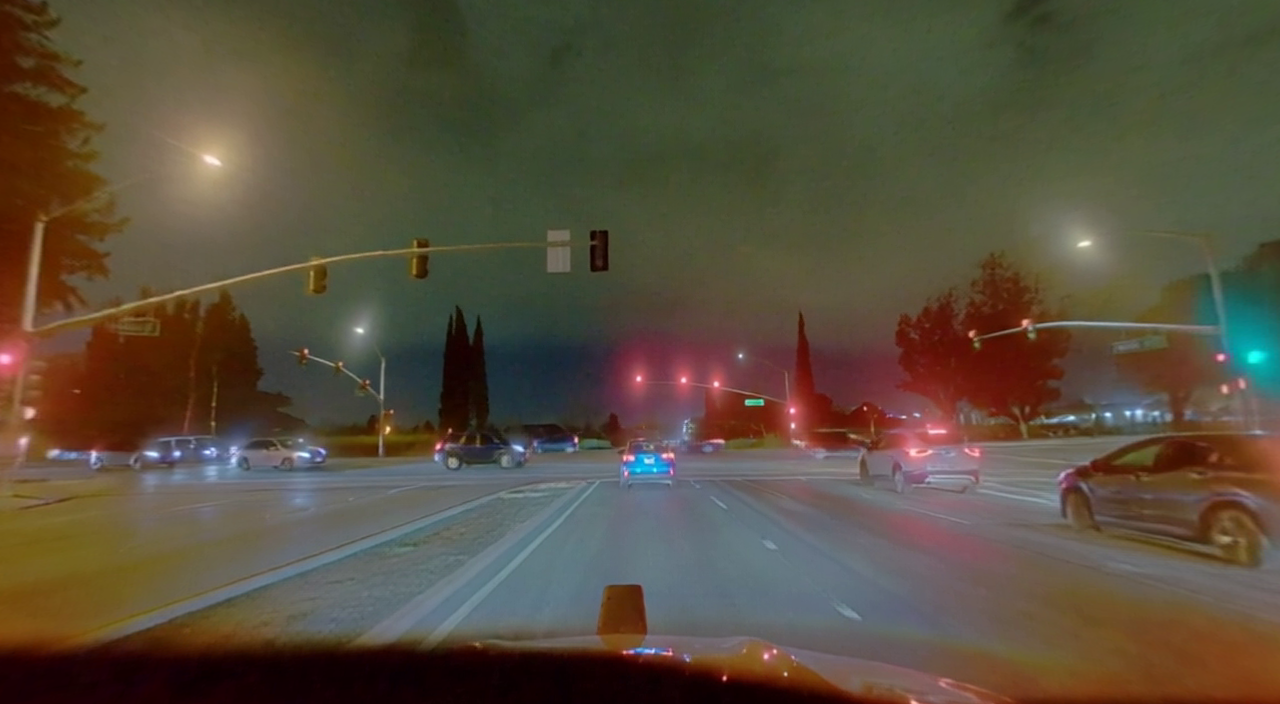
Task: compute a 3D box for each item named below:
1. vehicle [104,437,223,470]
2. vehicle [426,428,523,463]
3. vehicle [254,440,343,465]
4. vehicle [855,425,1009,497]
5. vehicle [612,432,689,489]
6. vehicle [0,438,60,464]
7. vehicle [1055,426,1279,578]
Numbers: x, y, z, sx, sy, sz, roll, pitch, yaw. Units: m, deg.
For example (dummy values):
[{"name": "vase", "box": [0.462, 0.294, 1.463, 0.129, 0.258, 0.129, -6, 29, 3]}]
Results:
[{"name": "vehicle", "box": [-26.325, 5.607, 34.966, 4.921, 1.757, 2.036, -1, -8, 2]}, {"name": "vehicle", "box": [-9.072, 5.173, 34.821, 4.786, 1.803, 1.967, -1, -8, 2]}, {"name": "vehicle", "box": [-20.753, 6.115, 38.461, 4.399, 1.445, 1.769, -1, -8, 1]}, {"name": "vehicle", "box": [7.288, 2.770, 16.343, 1.901, 1.577, 4.348, 0, -8, 0]}, {"name": "vehicle", "box": [0.256, 3.164, 18.655, 2.041, 1.485, 3.813, 0, -8, -1]}, {"name": "vehicle", "box": [-46.696, 7.428, 47.327, 4.118, 1.894, 2.155, -1, -8, 0]}, {"name": "vehicle", "box": [7.126, 1.663, 7.526, 1.726, 1.467, 3.793, 0, -8, 0]}]
